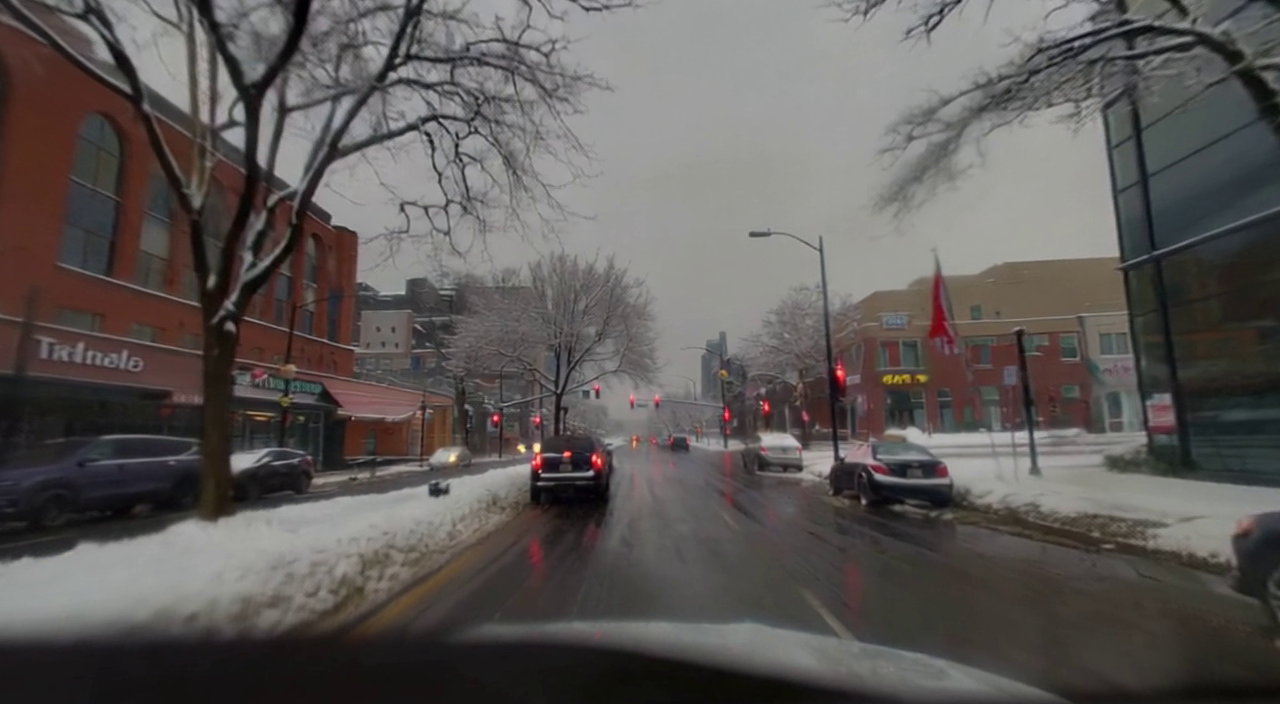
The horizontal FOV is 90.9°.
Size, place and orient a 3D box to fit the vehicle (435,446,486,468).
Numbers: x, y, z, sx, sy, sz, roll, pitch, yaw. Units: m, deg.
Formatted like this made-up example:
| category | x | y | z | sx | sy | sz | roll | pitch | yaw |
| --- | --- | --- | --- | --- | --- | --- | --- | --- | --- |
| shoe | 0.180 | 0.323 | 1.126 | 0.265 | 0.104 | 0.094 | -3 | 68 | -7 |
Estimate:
| category | x | y | z | sx | sy | sz | roll | pitch | yaw |
| --- | --- | --- | --- | --- | --- | --- | --- | --- | --- |
| vehicle | -12.440 | 7.289 | 43.995 | 2.075 | 1.472 | 4.638 | 0 | -8 | 2 |

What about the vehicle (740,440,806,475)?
| category | x | y | z | sx | sy | sz | roll | pitch | yaw |
| --- | --- | --- | --- | --- | --- | --- | --- | --- | --- |
| vehicle | 5.992 | 4.790 | 28.914 | 1.956 | 1.446 | 4.537 | 0 | -8 | -1 |

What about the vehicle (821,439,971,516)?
| category | x | y | z | sx | sy | sz | roll | pitch | yaw |
| --- | --- | --- | --- | --- | --- | --- | --- | --- | --- |
| vehicle | 5.802 | 2.869 | 14.901 | 1.986 | 1.555 | 3.879 | 0 | -8 | 1 |

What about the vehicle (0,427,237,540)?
| category | x | y | z | sx | sy | sz | roll | pitch | yaw |
| --- | --- | --- | --- | --- | --- | --- | --- | --- | --- |
| vehicle | -12.597 | 2.870 | 14.657 | 2.384 | 2.044 | 6.030 | 0 | -8 | 1 |

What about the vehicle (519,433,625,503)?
| category | x | y | z | sx | sy | sz | roll | pitch | yaw |
| --- | --- | --- | --- | --- | --- | --- | --- | --- | --- |
| vehicle | -1.640 | 2.731 | 15.301 | 2.169 | 1.427 | 4.531 | 1 | -9 | -6 |

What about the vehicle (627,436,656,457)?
| category | x | y | z | sx | sy | sz | roll | pitch | yaw |
| --- | --- | --- | --- | --- | --- | --- | --- | --- | --- |
| vehicle | 0.088 | 7.217 | 48.244 | 2.102 | 1.521 | 4.078 | 0 | -8 | -1 |

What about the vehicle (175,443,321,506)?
| category | x | y | z | sx | sy | sz | roll | pitch | yaw |
| --- | --- | --- | --- | --- | --- | --- | --- | --- | --- |
| vehicle | -12.575 | 3.915 | 20.660 | 2.000 | 1.708 | 4.494 | -3 | -8 | -1 |
